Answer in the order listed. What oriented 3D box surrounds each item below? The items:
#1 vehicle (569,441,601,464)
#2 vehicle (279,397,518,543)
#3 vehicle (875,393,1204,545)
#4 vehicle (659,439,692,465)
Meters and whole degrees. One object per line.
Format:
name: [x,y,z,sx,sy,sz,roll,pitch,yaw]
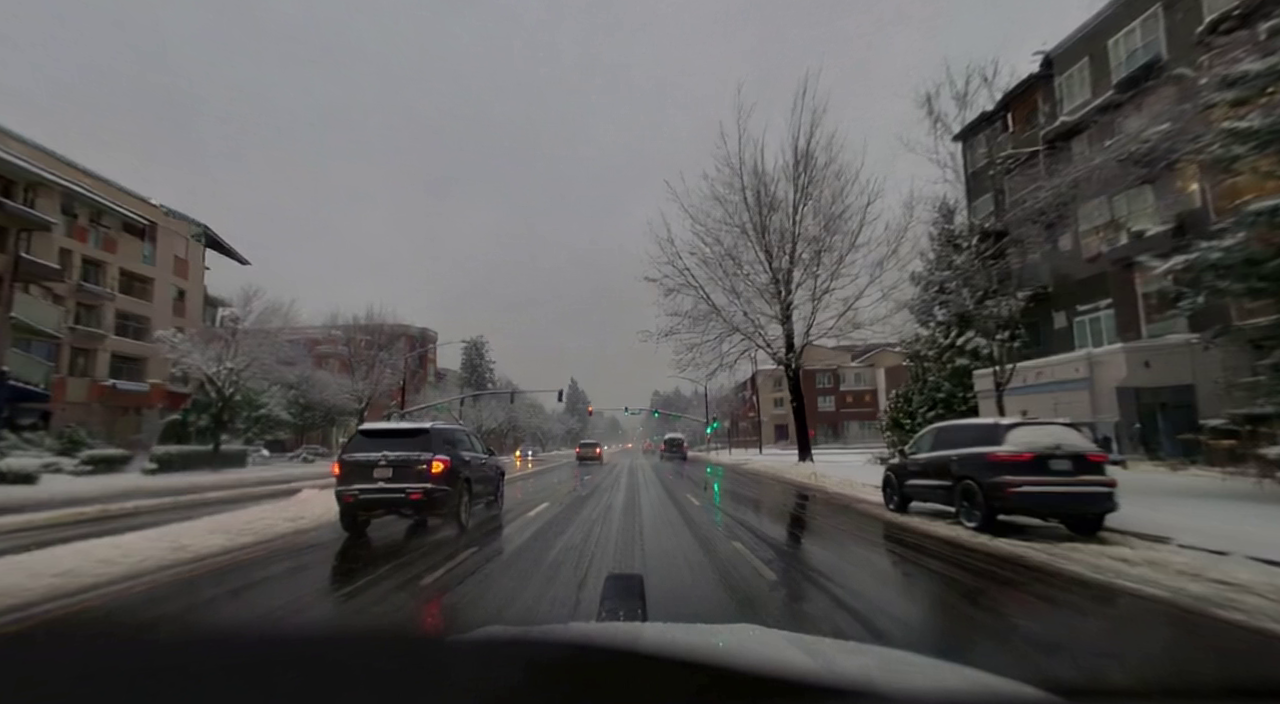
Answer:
vehicle: [-4.219,7.812,49.417,2.083,1.685,4.069,0,-8,1]
vehicle: [-3.807,1.999,11.295,2.225,1.984,5.168,0,-8,0]
vehicle: [6.970,2.154,12.332,2.521,2.108,6.111,2,-8,1]
vehicle: [2.528,7.214,45.625,2.018,1.719,4.369,0,-8,-2]
